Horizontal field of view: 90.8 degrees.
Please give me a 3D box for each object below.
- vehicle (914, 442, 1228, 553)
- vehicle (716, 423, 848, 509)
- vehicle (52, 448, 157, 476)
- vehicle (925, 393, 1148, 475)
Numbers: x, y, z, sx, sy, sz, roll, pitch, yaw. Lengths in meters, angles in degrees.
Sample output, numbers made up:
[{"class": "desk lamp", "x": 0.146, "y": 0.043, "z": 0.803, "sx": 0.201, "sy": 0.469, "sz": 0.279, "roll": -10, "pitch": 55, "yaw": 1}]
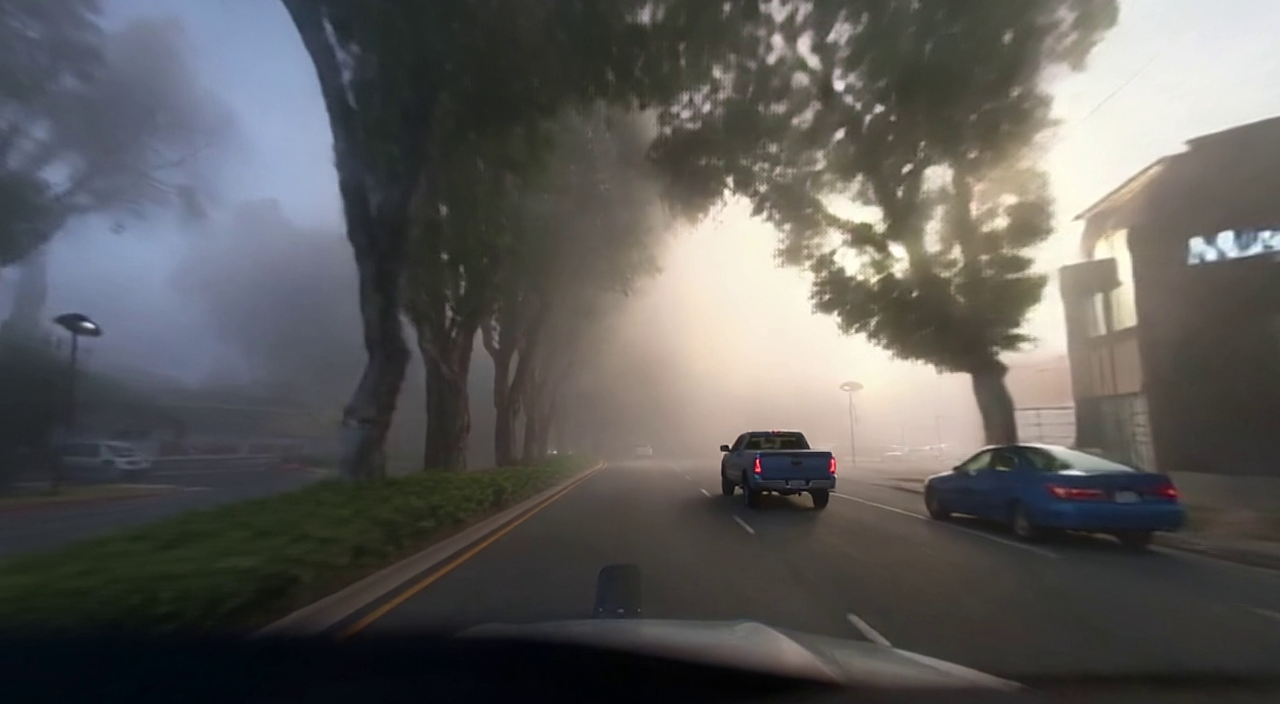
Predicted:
[{"class": "vehicle", "x": 6.847, "y": 2.313, "z": 10.927, "sx": 2.012, "sy": 1.460, "sz": 4.812, "roll": 0, "pitch": -8, "yaw": 0}, {"class": "vehicle", "x": 3.373, "y": 2.840, "z": 16.254, "sx": 2.138, "sy": 1.836, "sz": 5.245, "roll": 0, "pitch": -8, "yaw": 0}, {"class": "vehicle", "x": -28.838, "y": 5.900, "z": 34.084, "sx": 4.189, "sy": 1.429, "sz": 1.668, "roll": -1, "pitch": -8, "yaw": 4}, {"class": "vehicle", "x": 18.903, "y": 3.991, "z": 30.650, "sx": 8.393, "sy": 3.716, "sz": 3.472, "roll": 0, "pitch": -8, "yaw": -2}]
